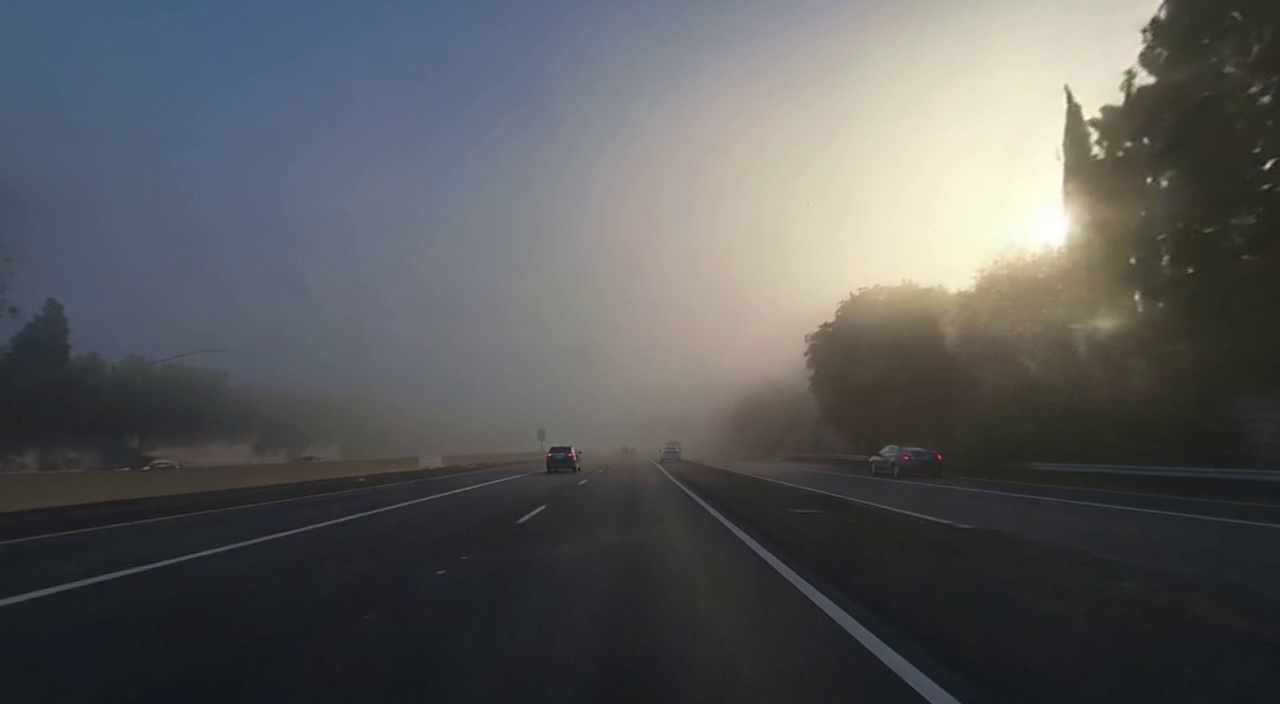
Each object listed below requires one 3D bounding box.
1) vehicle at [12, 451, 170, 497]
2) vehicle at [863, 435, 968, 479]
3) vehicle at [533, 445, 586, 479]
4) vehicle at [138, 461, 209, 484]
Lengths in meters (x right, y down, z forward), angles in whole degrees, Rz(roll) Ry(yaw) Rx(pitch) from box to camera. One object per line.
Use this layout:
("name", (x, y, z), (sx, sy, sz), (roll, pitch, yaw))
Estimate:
("vehicle", (-20.070, 4.441, 23.414), (1.833, 1.519, 4.471), (0, -9, 0))
("vehicle", (12.287, 4.728, 28.656), (2.344, 1.783, 5.196), (0, -9, -1))
("vehicle", (-3.889, 5.383, 31.196), (2.052, 1.510, 4.301), (0, -9, 0))
("vehicle", (-34.780, 8.971, 47.282), (1.790, 1.457, 4.736), (0, -9, -1))
